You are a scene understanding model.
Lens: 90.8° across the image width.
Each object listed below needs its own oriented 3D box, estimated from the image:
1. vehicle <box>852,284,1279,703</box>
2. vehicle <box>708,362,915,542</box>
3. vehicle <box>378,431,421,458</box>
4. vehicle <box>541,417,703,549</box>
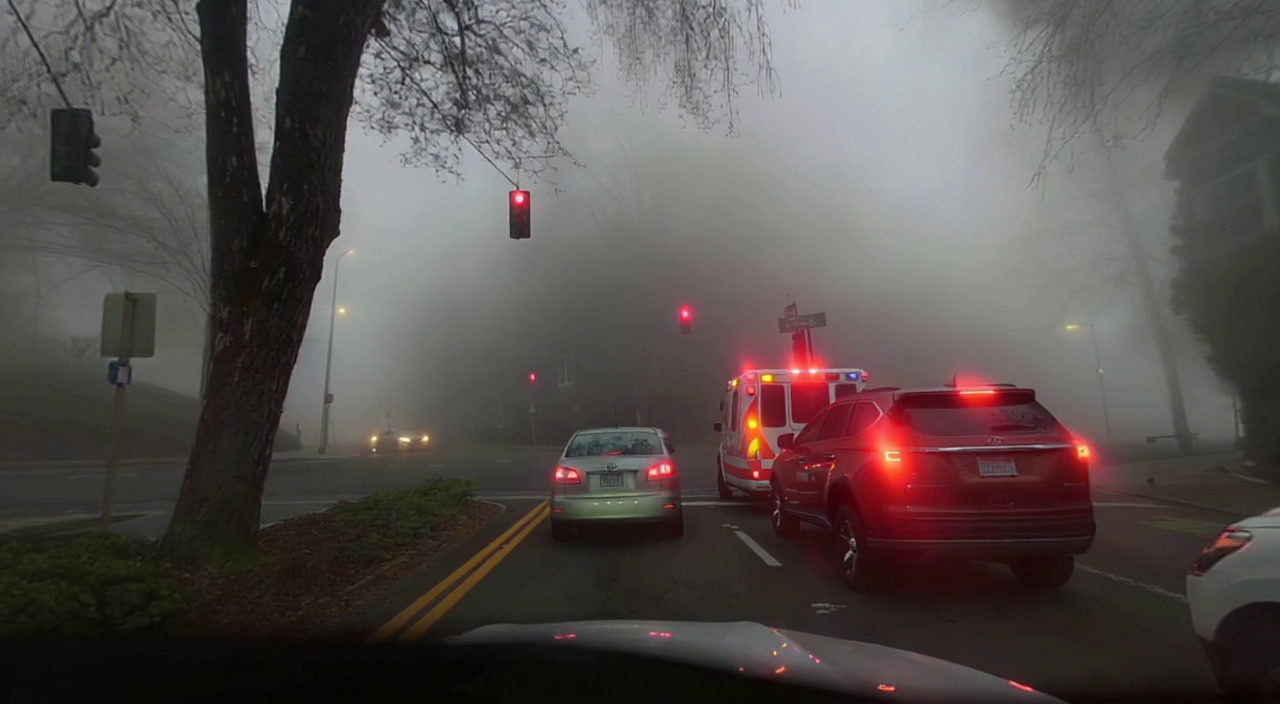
[{"bbox_3d":[2.857,0.891,2.837,2.194,1.820,4.652,0,-8,0],"label":"vehicle"},{"bbox_3d":[2.886,1.896,12.357,2.406,2.687,5.521,0,-8,0],"label":"vehicle"},{"bbox_3d":[-17.735,6.880,46.861,2.246,1.880,4.454,1,-8,-12],"label":"vehicle"},{"bbox_3d":[-0.269,1.984,10.183,2.114,1.707,3.725,0,-8,-1],"label":"vehicle"}]
